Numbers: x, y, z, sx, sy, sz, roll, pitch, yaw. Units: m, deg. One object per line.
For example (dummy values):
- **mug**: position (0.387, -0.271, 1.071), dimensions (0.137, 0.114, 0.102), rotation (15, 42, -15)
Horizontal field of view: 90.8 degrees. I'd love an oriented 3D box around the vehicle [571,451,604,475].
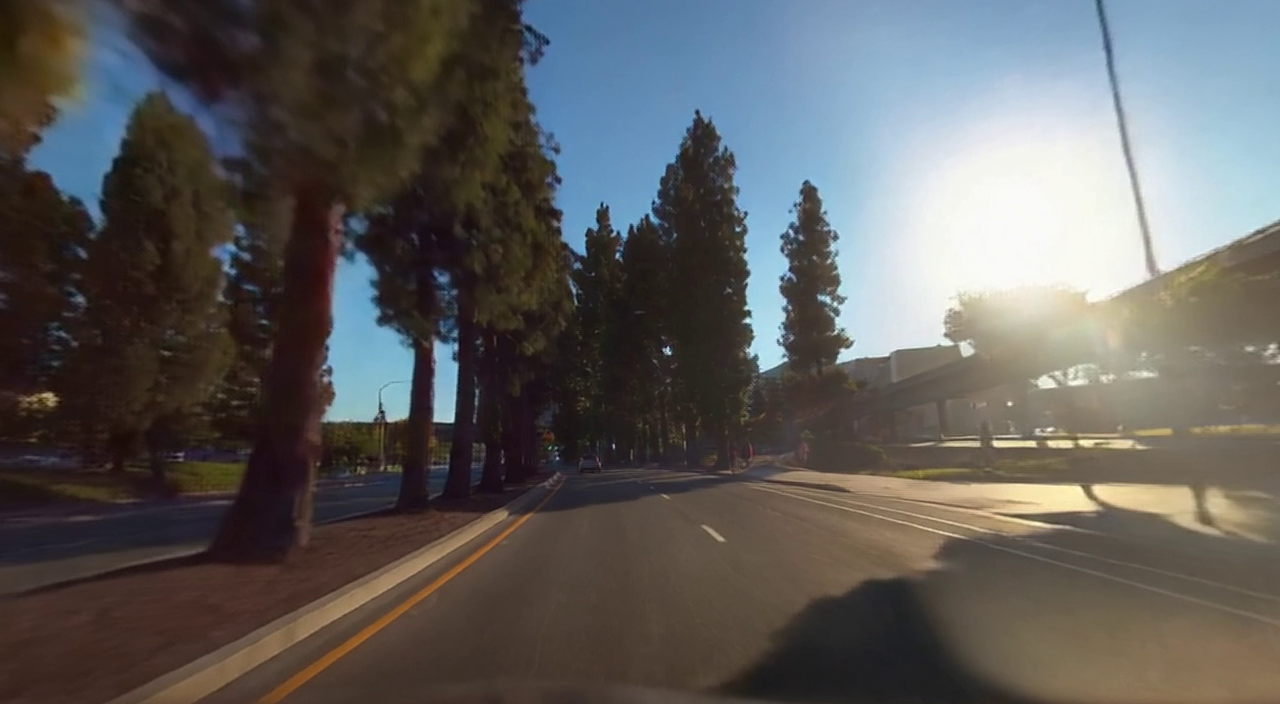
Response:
- **vehicle**: position (-4.135, 8.602, 49.248), dimensions (2.184, 1.713, 4.231), rotation (1, -9, -9)
